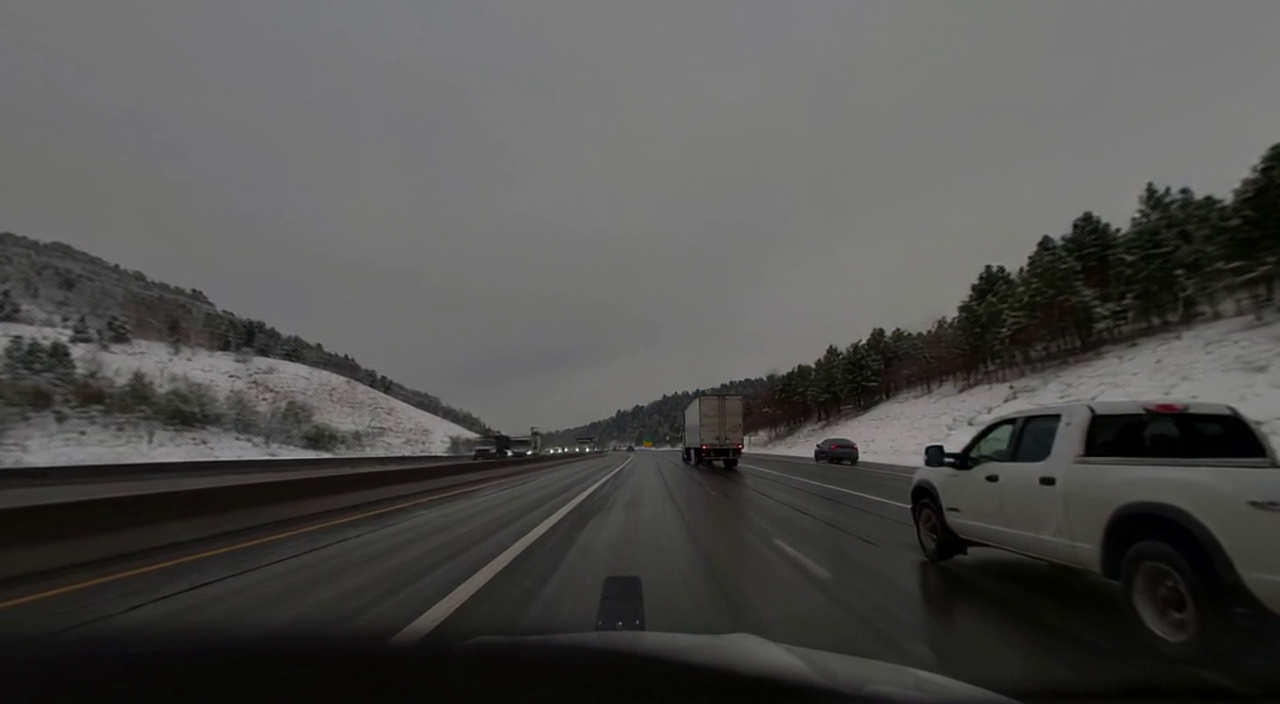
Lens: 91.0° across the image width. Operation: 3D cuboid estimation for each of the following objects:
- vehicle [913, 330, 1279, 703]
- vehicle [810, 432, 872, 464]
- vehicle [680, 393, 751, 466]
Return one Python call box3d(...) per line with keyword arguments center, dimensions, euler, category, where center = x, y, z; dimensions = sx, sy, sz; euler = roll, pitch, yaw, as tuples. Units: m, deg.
box3d(center=(3.853, 1.009, 4.284), dimensions=(2.055, 1.737, 4.224), euler=(0, -9, 0), category="vehicle")
box3d(center=(11.802, 5.667, 37.329), dimensions=(2.046, 1.741, 4.769), euler=(0, -9, 0), category="vehicle")
box3d(center=(4.432, 4.990, 39.527), dimensions=(3.049, 3.968, 10.706), euler=(0, -9, -1), category="vehicle")
